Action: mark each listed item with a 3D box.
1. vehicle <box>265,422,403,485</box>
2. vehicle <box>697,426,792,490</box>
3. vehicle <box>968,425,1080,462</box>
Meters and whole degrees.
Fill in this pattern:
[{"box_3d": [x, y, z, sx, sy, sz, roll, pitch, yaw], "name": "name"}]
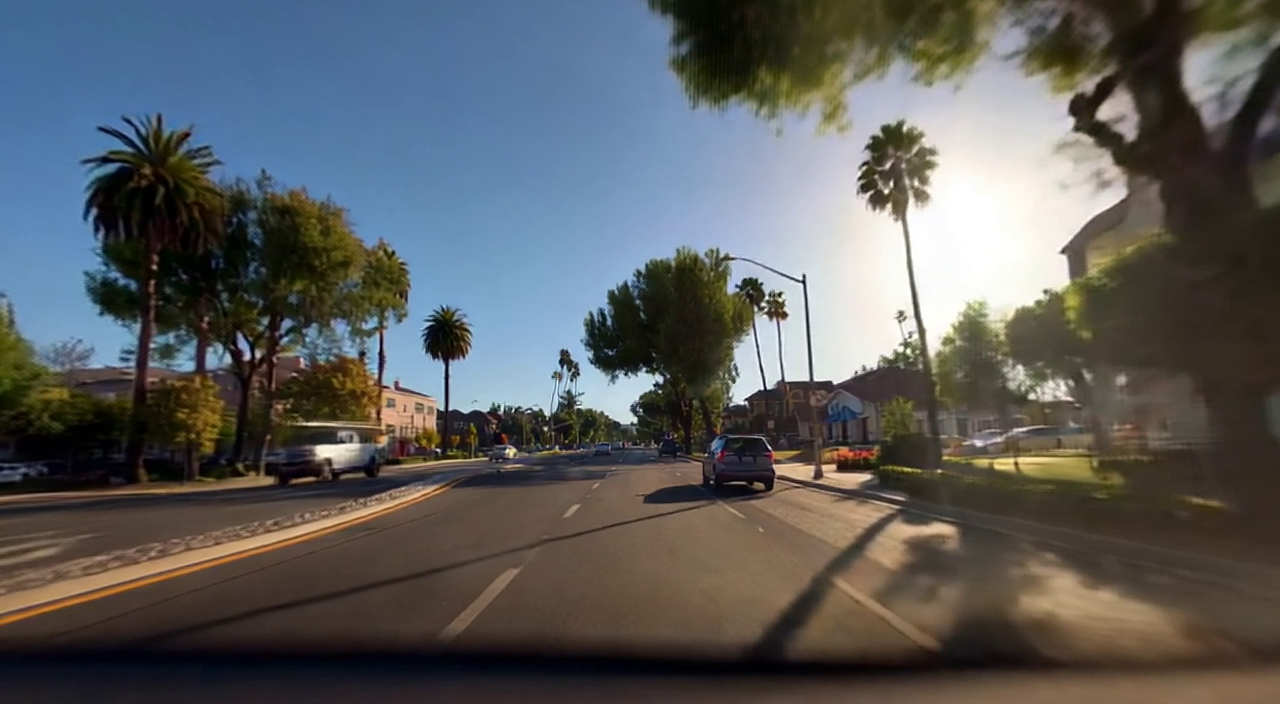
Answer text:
[{"box_3d": [-15.383, 5.201, 32.564, 3.083, 2.852, 7.976, 0, -8, 0], "name": "vehicle"}, {"box_3d": [3.375, 3.538, 21.348, 2.244, 1.901, 4.561, 0, -8, -3], "name": "vehicle"}, {"box_3d": [18.922, 4.566, 31.290, 1.962, 1.699, 4.673, 2, -9, -12], "name": "vehicle"}]
